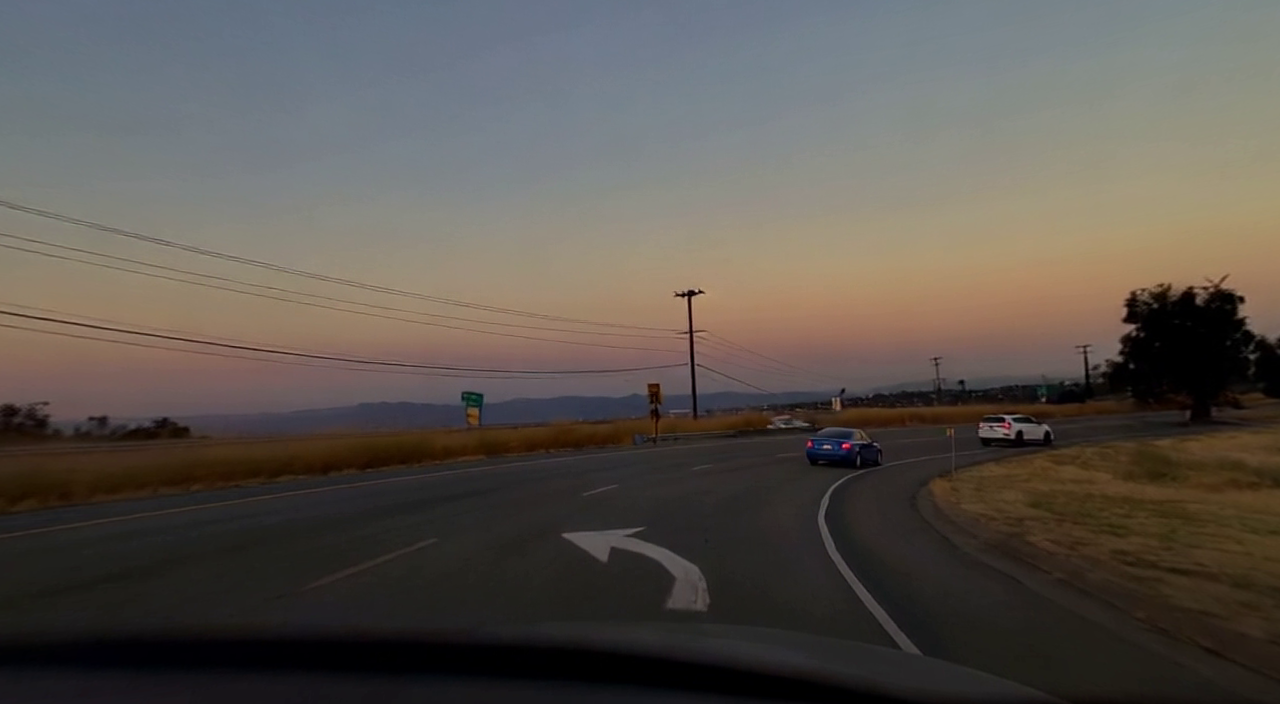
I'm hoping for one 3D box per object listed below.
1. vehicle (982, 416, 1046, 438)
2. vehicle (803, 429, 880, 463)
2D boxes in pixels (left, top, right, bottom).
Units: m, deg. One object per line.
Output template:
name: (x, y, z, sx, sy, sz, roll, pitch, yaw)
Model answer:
vehicle: (26.509, 5.363, 44.656, 4.307, 1.465, 1.836, 4, -9, -28)
vehicle: (9.208, 4.236, 28.588, 2.026, 1.407, 4.374, -6, -10, 35)
